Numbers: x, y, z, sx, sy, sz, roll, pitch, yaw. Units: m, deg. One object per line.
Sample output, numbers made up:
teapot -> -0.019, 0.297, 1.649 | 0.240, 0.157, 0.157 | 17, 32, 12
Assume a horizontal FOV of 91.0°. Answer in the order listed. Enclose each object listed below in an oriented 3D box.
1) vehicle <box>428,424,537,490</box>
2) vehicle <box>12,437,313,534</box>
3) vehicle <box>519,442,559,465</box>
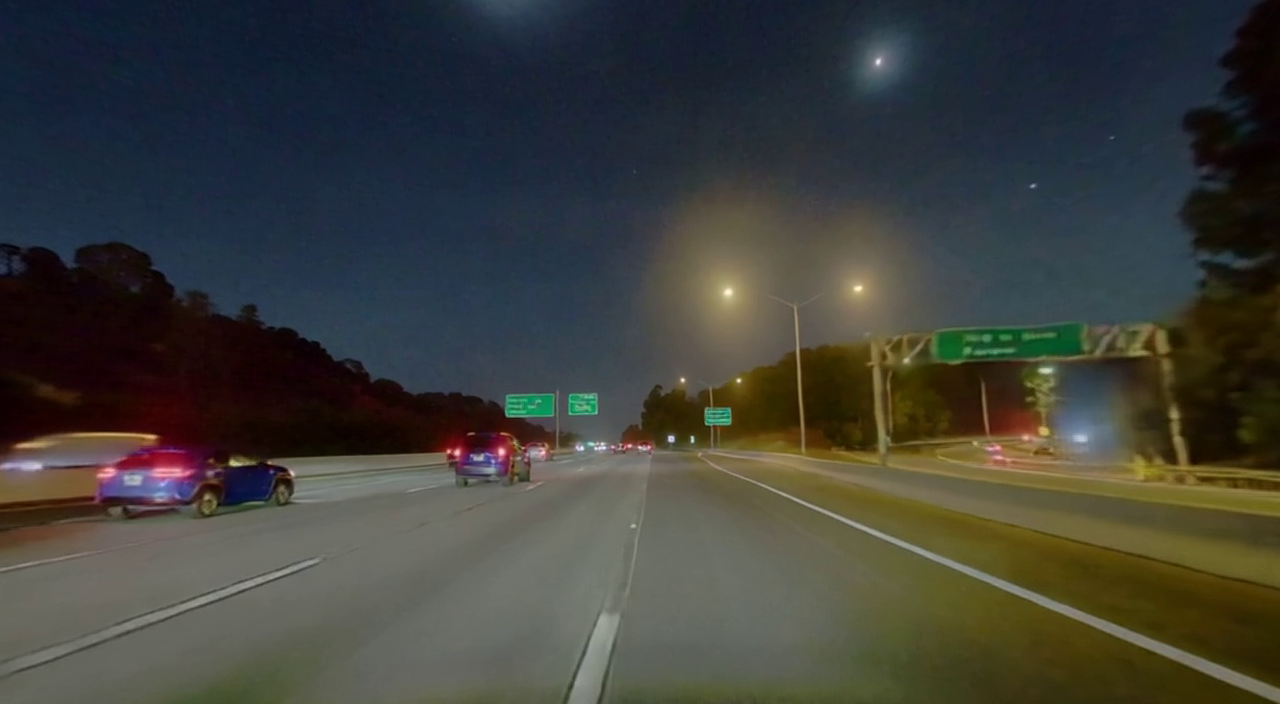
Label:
vehicle -> -5.111, 3.503, 21.289 | 2.219, 1.947, 4.924 | 0, -9, 2
vehicle -> -8.863, 2.496, 12.477 | 1.984, 1.508, 4.935 | 0, -9, 2
vehicle -> -7.415, 7.476, 46.532 | 2.069, 1.636, 4.483 | 0, -9, 2
